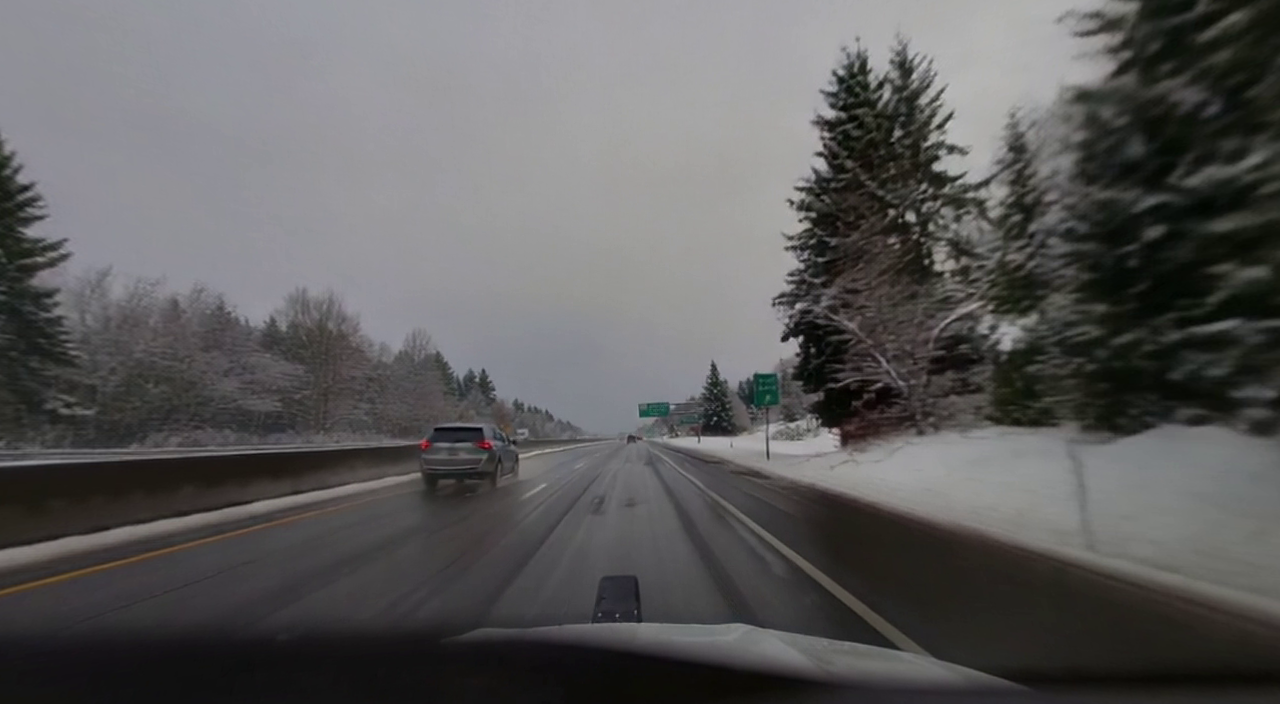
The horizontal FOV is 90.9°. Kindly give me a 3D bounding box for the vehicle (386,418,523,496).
[{"bbox_3d":[-4.350,2.507,15.607,2.129,1.641,4.263,0,-7,-1],"label":"vehicle"}]
